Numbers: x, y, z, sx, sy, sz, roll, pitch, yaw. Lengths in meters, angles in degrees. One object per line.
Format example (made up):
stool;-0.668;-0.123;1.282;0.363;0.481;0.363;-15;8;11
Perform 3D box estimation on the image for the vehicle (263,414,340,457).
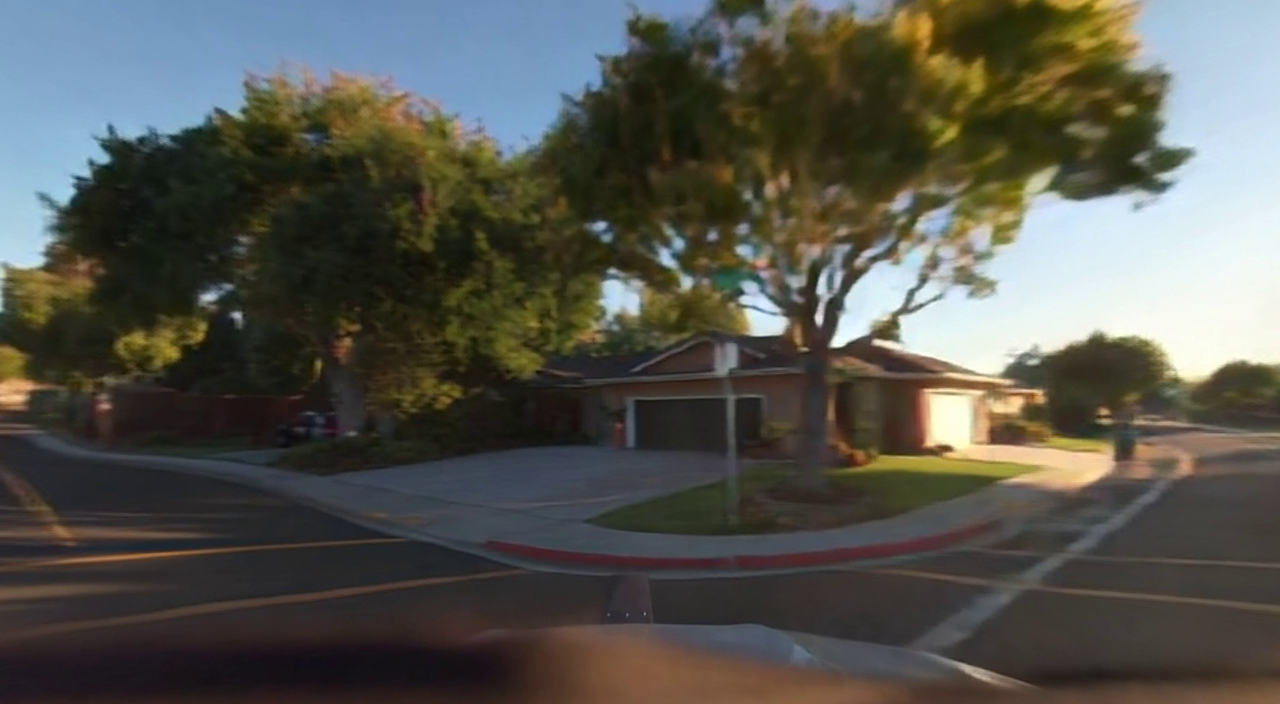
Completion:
vehicle;-13.028;3.269;24.109;1.860;1.477;4.629;6;-11;-36
